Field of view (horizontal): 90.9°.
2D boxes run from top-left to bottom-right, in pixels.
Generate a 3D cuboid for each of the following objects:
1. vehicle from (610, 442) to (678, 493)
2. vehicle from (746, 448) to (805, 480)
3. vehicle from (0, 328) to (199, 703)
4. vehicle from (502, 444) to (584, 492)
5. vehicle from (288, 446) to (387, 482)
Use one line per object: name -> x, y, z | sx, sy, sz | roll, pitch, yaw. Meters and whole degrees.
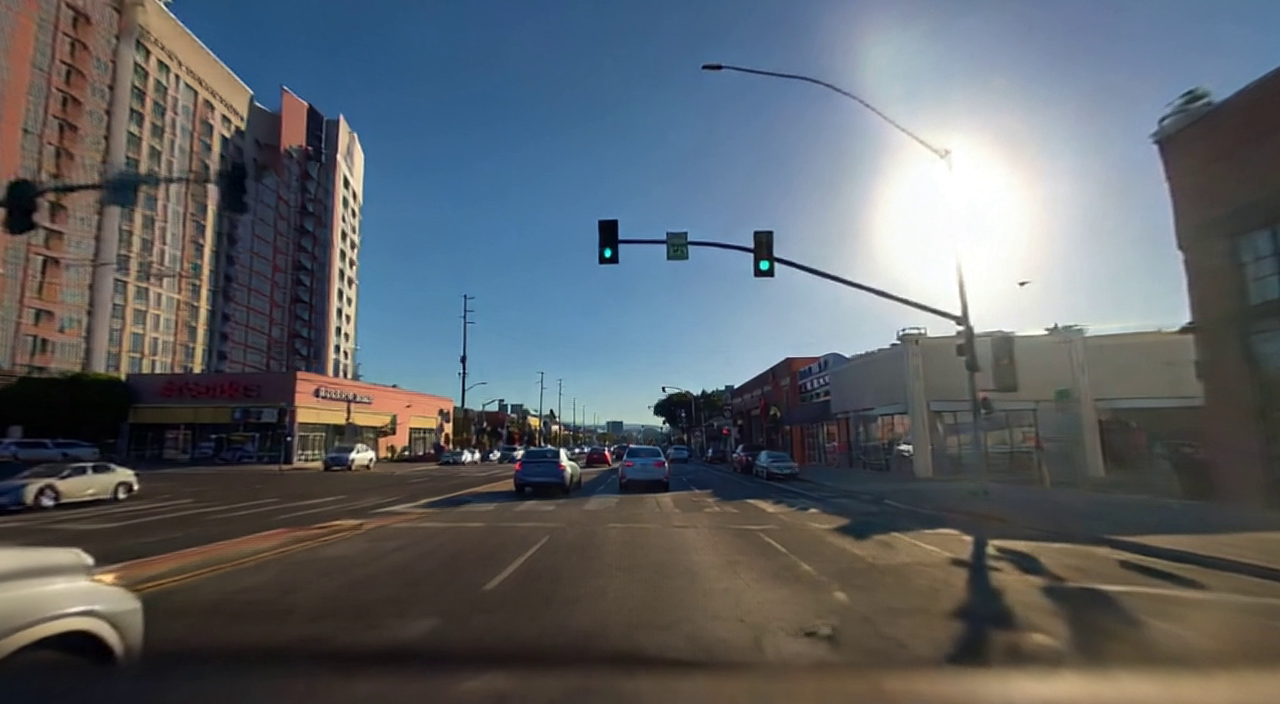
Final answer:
vehicle -> 0.154, 3.781, 20.997 | 2.037, 1.484, 4.073 | 0, -9, 1
vehicle -> 6.644, 5.543, 31.458 | 1.944, 1.462, 4.406 | 0, -9, 0
vehicle -> -2.988, 0.545, 0.465 | 2.049, 1.646, 4.445 | 0, -9, 1
vehicle -> -3.178, 3.895, 21.564 | 1.950, 1.450, 4.257 | 0, -9, 2
vehicle -> -15.412, 5.696, 32.424 | 2.161, 1.704, 4.554 | -2, -9, 12
